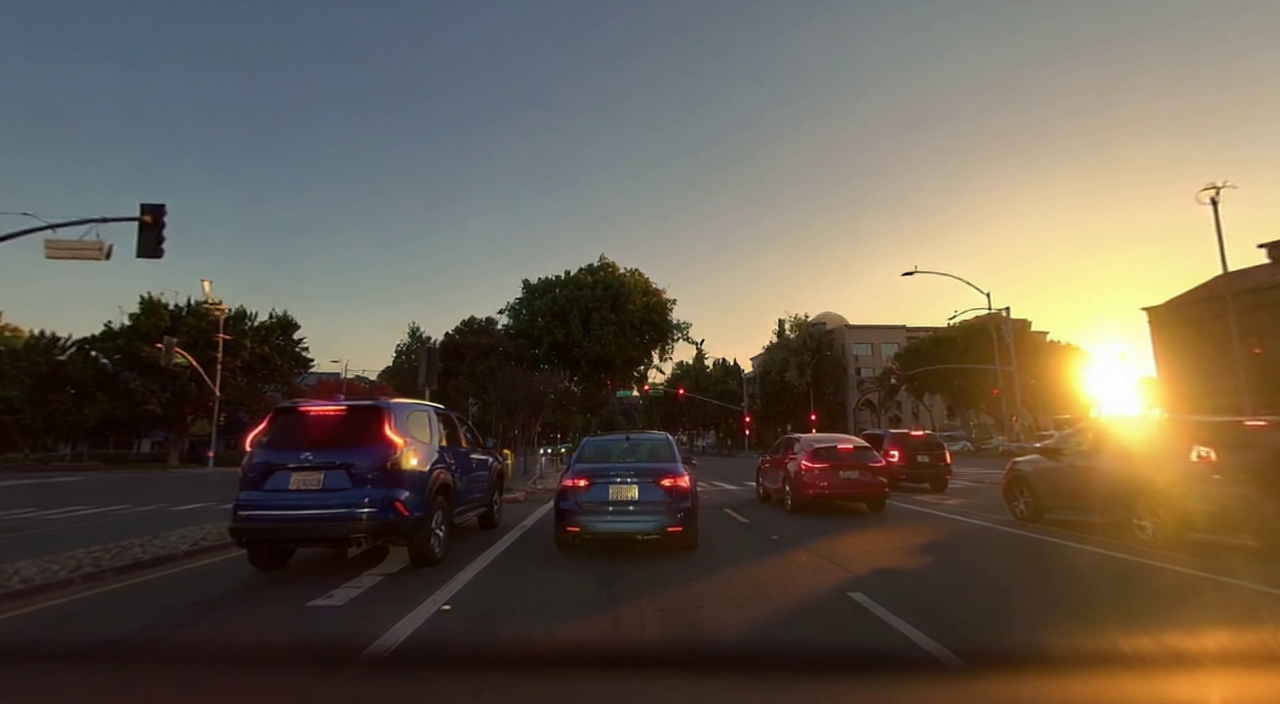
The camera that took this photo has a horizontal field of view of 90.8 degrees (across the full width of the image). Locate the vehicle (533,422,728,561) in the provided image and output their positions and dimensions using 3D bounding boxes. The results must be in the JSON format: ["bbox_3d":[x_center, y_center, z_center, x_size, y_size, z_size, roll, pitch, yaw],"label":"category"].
[{"bbox_3d":[-0.144,1.801,8.874,2.097,1.480,4.006,0,-8,-1],"label":"vehicle"}]

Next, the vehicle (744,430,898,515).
[{"bbox_3d":[3.576,2.464,13.455,1.861,1.473,4.393,0,-8,-2],"label":"vehicle"}]

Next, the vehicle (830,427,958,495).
[{"bbox_3d":[7.049,3.069,18.075,1.894,1.693,4.110,0,-8,-1],"label":"vehicle"}]

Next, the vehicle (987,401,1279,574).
[{"bbox_3d":[7.239,1.715,8.800,2.068,1.731,4.752,0,-8,0],"label":"vehicle"}]

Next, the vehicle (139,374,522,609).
[{"bbox_3d":[-2.851,1.430,7.370,2.064,1.825,4.760,0,-8,0],"label":"vehicle"}]
